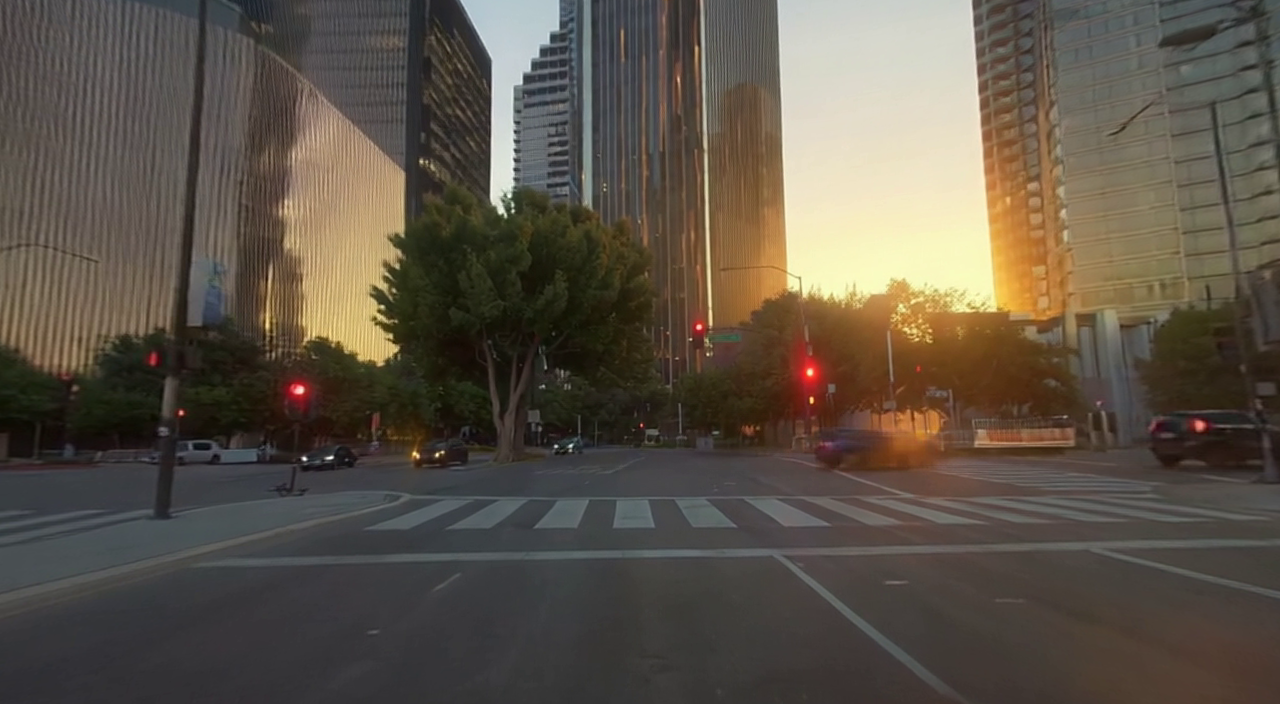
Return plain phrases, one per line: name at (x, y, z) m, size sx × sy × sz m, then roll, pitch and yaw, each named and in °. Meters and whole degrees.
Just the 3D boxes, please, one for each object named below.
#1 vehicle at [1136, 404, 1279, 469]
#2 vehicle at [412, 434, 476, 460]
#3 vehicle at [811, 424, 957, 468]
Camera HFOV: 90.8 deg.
vehicle at (19.914, 2.779, 20.717) m, size 5.659 × 1.967 × 2.149 m, roll 1°, pitch -9°, yaw -6°
vehicle at (-12.190, 5.966, 39.660) m, size 1.964 × 1.476 × 4.593 m, roll -2°, pitch -9°, yaw 8°
vehicle at (8.658, 3.358, 22.628) m, size 4.482 × 1.492 × 1.805 m, roll 1°, pitch -9°, yaw -6°
